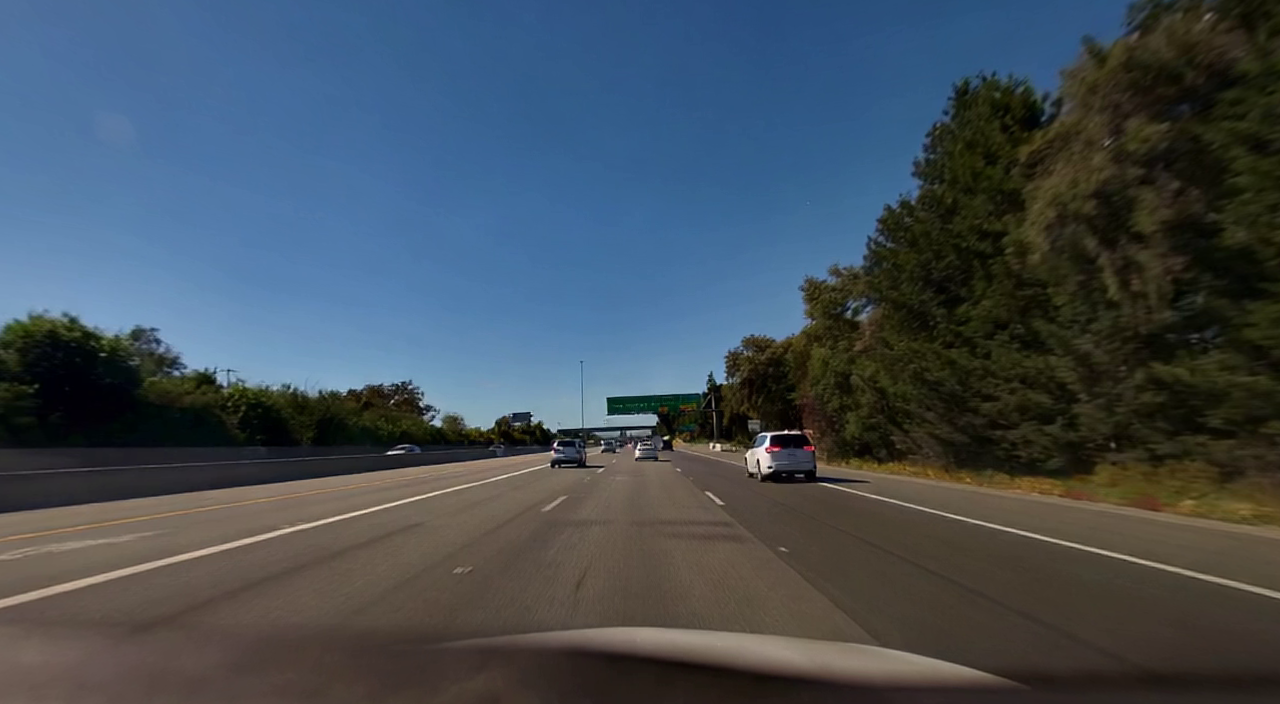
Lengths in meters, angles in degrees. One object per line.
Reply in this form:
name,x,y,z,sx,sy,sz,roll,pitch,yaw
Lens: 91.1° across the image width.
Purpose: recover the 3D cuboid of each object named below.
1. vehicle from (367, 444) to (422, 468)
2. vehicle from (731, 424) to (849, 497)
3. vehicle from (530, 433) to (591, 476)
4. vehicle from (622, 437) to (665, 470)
vehicle,-17.149,7.277,44.116,1.787,1.517,4.537,-1,-8,4
vehicle,3.865,2.874,17.071,2.025,1.707,4.279,0,-8,-2
vehicle,-3.330,4.374,27.126,2.044,1.682,4.201,0,-8,1
vehicle,0.195,5.119,31.774,2.049,1.542,3.816,0,-8,1
